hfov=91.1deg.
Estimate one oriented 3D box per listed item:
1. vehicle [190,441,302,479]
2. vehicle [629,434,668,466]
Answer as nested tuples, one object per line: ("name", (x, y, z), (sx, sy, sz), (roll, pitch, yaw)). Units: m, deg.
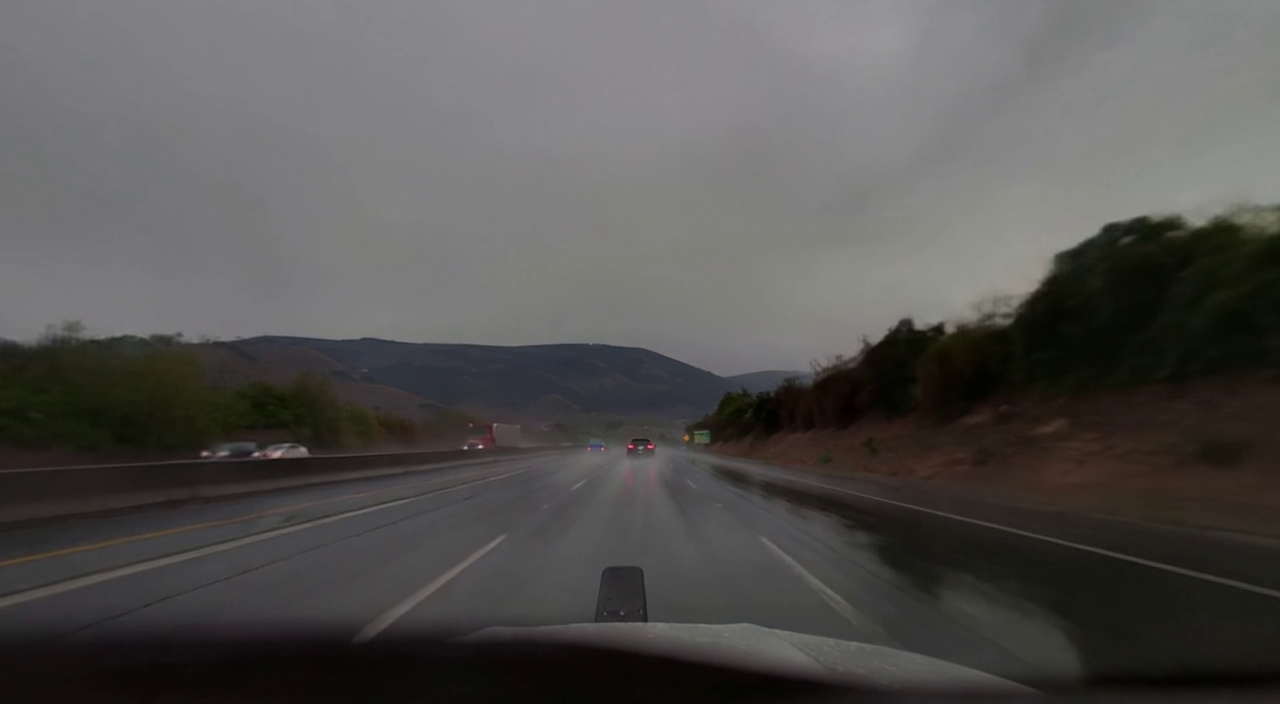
("vehicle", (-17.675, 4.837, 28.507), (1.939, 1.540, 4.874), (0, -8, 0))
("vehicle", (0.503, 6.122, 39.361), (2.272, 1.836, 4.866), (0, -8, 0))
